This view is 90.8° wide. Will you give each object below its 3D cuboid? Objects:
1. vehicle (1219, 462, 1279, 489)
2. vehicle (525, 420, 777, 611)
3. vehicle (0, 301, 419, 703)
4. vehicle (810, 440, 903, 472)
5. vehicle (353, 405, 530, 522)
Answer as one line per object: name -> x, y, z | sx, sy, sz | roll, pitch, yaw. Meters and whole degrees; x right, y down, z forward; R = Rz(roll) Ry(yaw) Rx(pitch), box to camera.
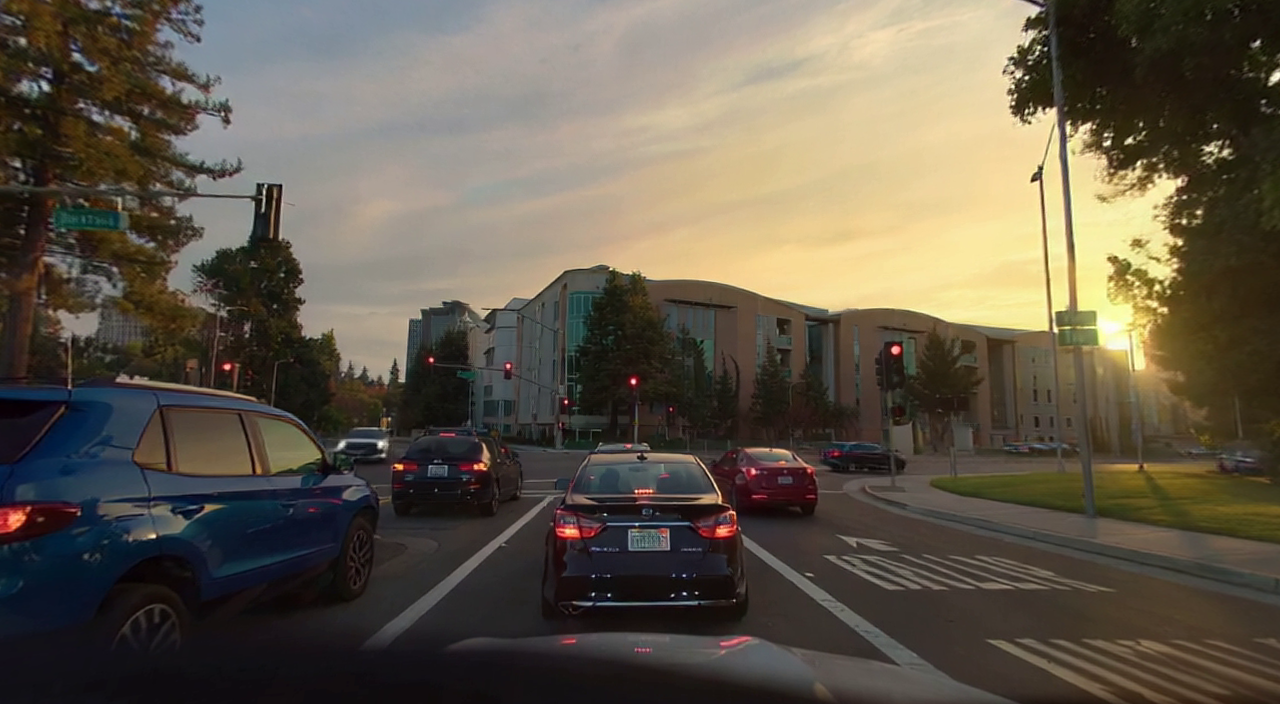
vehicle -> 38.790, 7.525, 38.564 | 4.737, 1.572, 2.026 | -1, -8, 3
vehicle -> -0.062, 1.623, 7.297 | 2.001, 1.483, 4.442 | 0, -8, -4
vehicle -> -3.145, 1.009, 4.140 | 1.924, 1.737, 4.387 | 0, -8, -2
vehicle -> 13.289, 6.413, 39.041 | 4.874, 1.854, 2.230 | 1, -9, -5
vehicle -> -3.888, 2.317, 13.702 | 2.305, 1.984, 5.586 | 0, -8, -3
